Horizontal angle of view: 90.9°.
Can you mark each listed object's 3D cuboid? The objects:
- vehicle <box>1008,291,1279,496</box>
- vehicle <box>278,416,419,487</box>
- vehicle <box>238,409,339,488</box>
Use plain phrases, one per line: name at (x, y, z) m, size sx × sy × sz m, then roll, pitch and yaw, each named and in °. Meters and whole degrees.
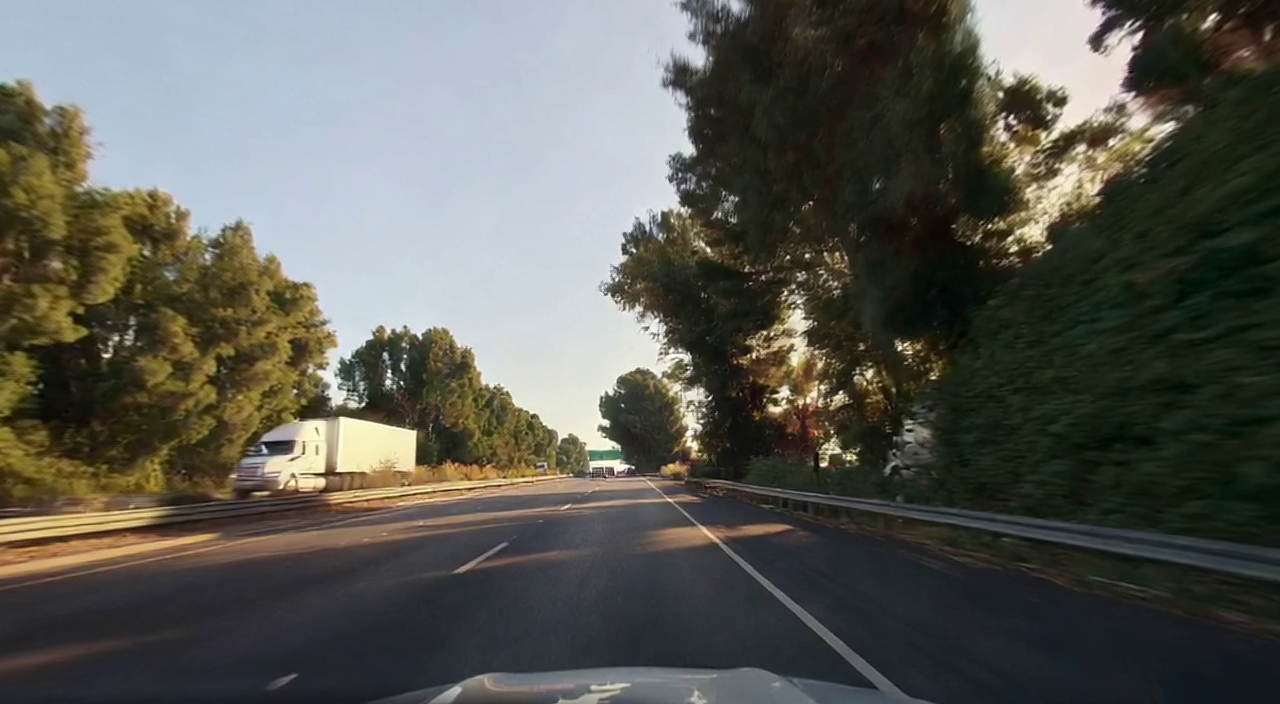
vehicle at (14.391, 1.289, 15.073) m, size 2.826 × 4.078 × 14.044 m, roll 1°, pitch -11°, yaw 1°
vehicle at (-18.292, 6.672, 41.202) m, size 2.803 × 3.838 × 13.453 m, roll 1°, pitch -11°, yaw 0°
vehicle at (-18.231, 5.052, 32.921) m, size 3.106 × 3.854 × 3.189 m, roll 1°, pitch -10°, yaw -1°
